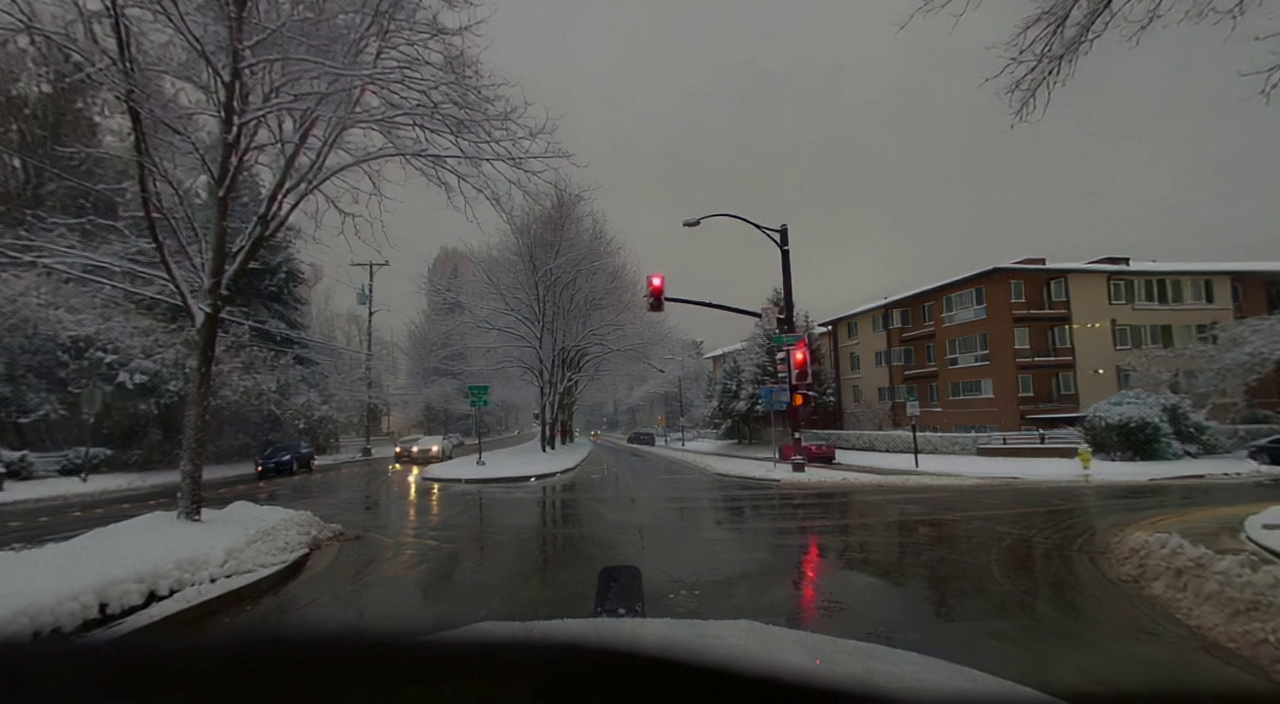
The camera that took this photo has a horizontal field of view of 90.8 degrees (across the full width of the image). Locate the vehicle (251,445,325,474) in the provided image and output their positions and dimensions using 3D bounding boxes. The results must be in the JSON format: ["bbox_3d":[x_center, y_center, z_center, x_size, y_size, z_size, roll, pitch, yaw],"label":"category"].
[{"bbox_3d":[-21.091,6.463,38.092,1.981,1.628,4.336,0,-9,-1],"label":"vehicle"}]

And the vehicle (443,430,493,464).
[{"bbox_3d":[-9.777,5.459,36.192,1.910,1.818,4.057,0,-9,-3],"label":"vehicle"}]

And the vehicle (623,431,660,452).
[{"bbox_3d":[0.039,6.974,48.989,2.073,1.571,4.790,2,-9,-10],"label":"vehicle"}]

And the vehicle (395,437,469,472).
[{"bbox_3d":[-9.688,4.806,29.794,2.116,1.521,4.294,0,-9,-1],"label":"vehicle"}]
